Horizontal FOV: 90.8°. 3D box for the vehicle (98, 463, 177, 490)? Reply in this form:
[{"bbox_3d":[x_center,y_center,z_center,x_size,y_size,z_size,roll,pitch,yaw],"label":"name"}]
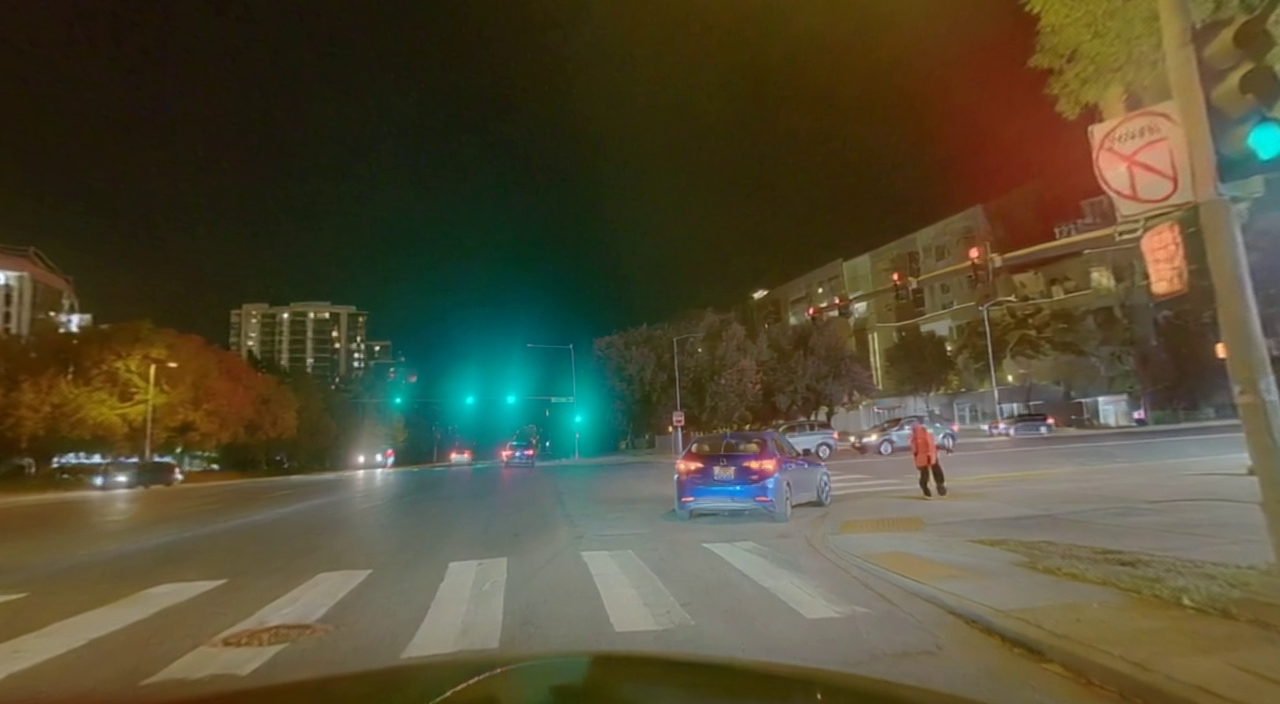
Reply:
[{"bbox_3d":[-32.628,8.072,41.202,1.894,1.480,4.710,1,-8,-9],"label":"vehicle"}]

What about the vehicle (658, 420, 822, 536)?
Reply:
[{"bbox_3d":[1.862,1.949,10.440,1.976,1.462,4.342,-3,-9,18],"label":"vehicle"}]

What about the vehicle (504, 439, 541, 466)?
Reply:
[{"bbox_3d":[-7.831,6.710,42.359,2.210,1.722,4.215,1,-8,-8],"label":"vehicle"}]

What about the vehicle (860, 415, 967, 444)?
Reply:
[{"bbox_3d":[14.001,4.020,32.451,4.700,1.417,1.789,1,-9,-8],"label":"vehicle"}]

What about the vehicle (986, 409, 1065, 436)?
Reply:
[{"bbox_3d":[24.361,4.457,39.960,3.923,1.619,1.817,1,-8,-9],"label":"vehicle"}]
